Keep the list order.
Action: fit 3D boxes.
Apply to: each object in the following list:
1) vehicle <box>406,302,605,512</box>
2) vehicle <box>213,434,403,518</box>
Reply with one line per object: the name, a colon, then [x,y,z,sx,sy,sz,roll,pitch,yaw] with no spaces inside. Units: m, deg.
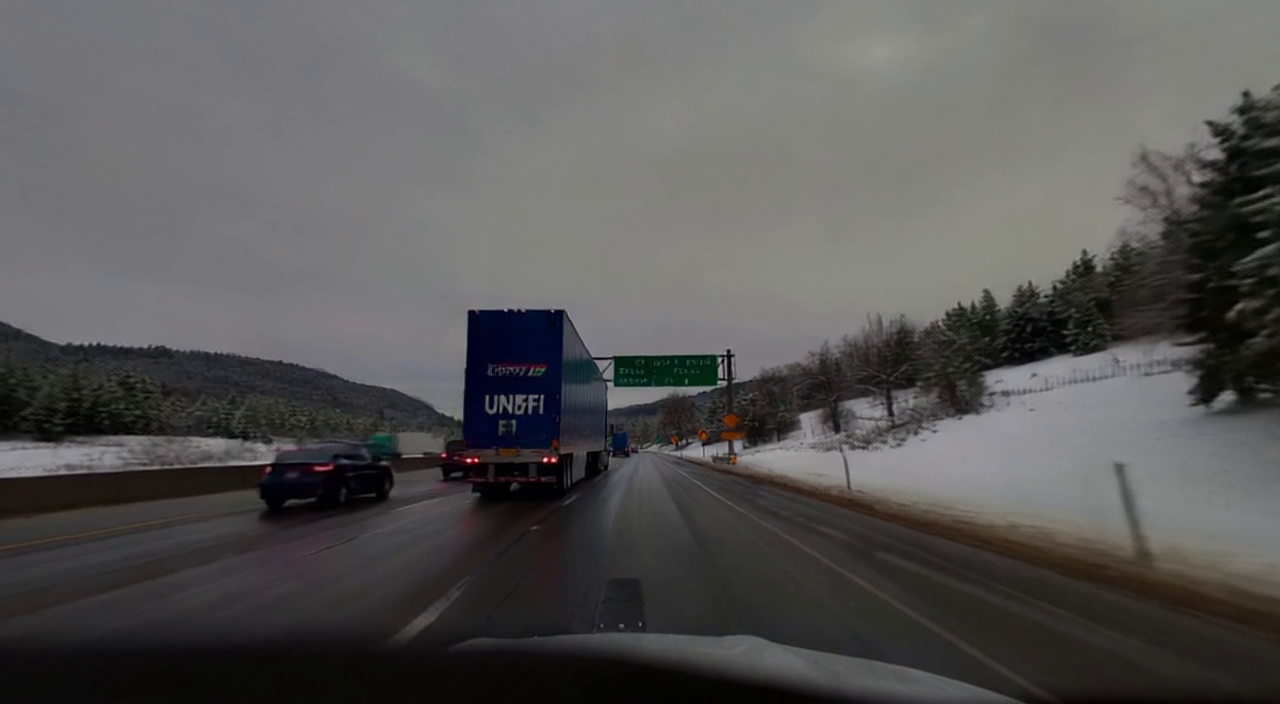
vehicle: [-3.193,2.303,21.193,3.202,4.352,16.251,0,-9,0]
vehicle: [-7.353,2.767,14.620,1.949,1.604,4.456,0,-9,0]
